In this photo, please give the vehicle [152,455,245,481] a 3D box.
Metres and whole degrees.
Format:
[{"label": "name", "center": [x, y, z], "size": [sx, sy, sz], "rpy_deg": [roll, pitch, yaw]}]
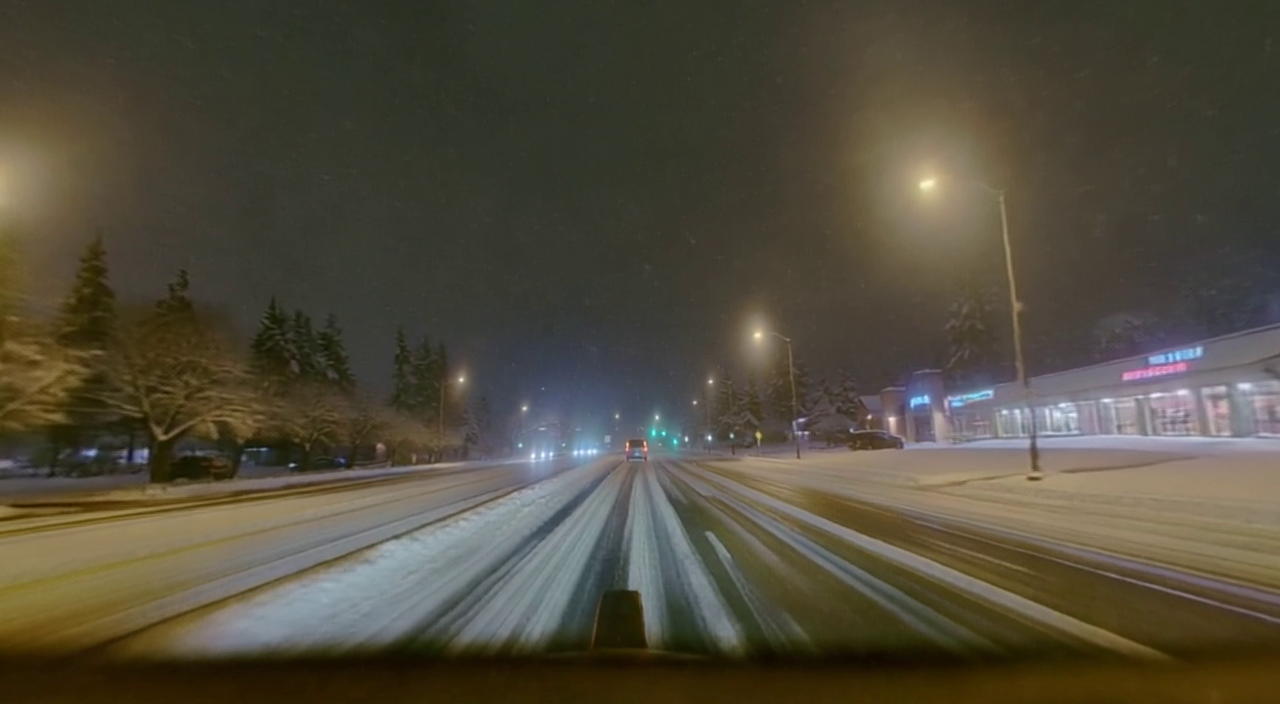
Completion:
[{"label": "vehicle", "center": [-31.113, 8.194, 44.639], "size": [4.919, 1.720, 2.217], "rpy_deg": [0, -8, 0]}]
